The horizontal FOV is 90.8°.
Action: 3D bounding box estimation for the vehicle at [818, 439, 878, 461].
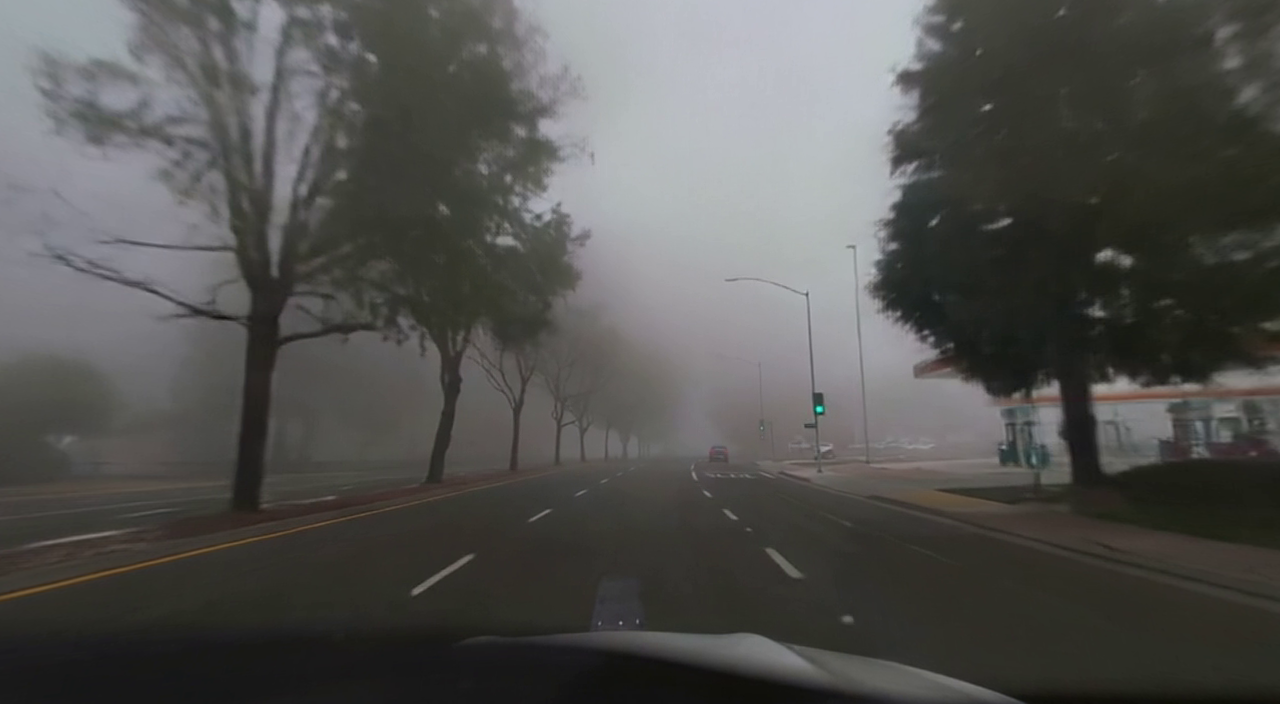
[{"bbox_3d":[16.175,7.677,49.093,4.744,1.475,2.008,9,-16,-38],"label":"vehicle"}]
